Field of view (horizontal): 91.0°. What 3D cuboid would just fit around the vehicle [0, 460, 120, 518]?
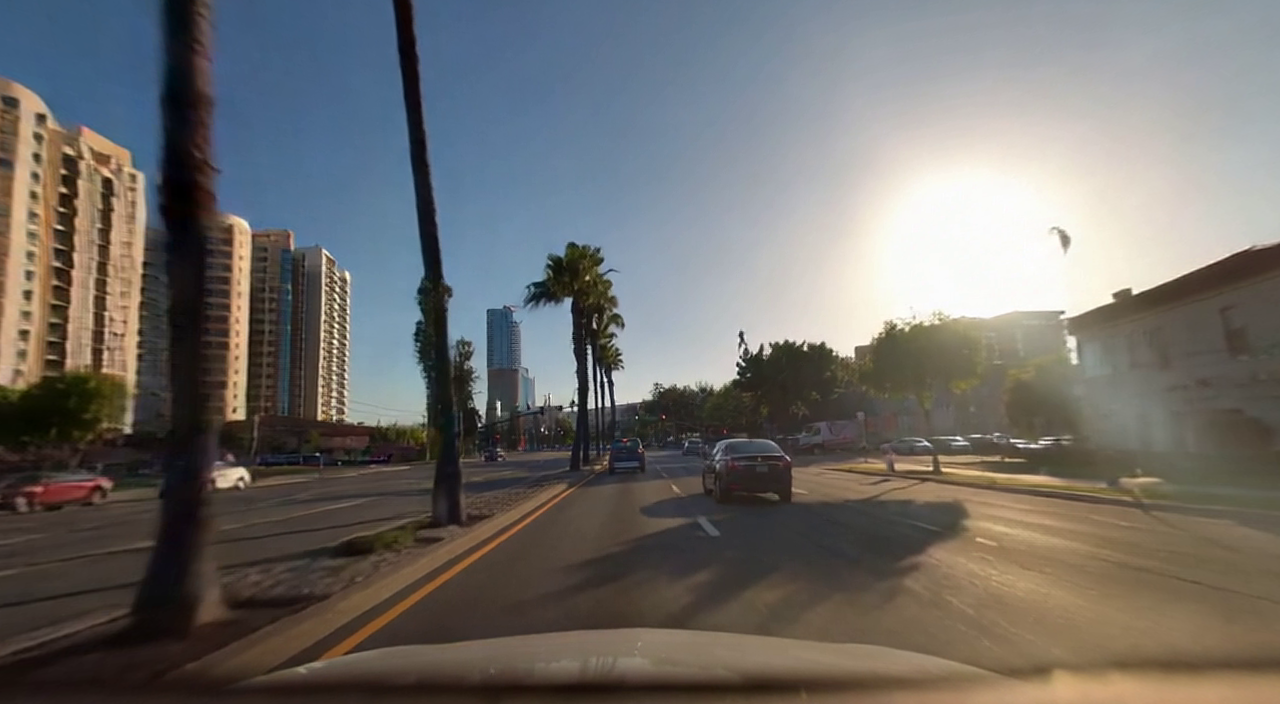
[{"bbox_3d":[-19.641,4.388,20.659,1.753,1.600,4.040,0,-8,-2],"label":"vehicle"}]

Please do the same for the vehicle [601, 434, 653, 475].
[{"bbox_3d":[-0.597,4.857,30.088,2.277,1.816,4.192,0,-8,-1],"label":"vehicle"}]

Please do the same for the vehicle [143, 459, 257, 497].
[{"bbox_3d":[-19.467,5.568,28.120,1.847,1.466,4.530,0,-8,-1],"label":"vehicle"}]

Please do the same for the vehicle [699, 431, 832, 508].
[{"bbox_3d":[2.828,2.793,15.472,2.195,1.590,4.668,0,-8,-2],"label":"vehicle"}]
